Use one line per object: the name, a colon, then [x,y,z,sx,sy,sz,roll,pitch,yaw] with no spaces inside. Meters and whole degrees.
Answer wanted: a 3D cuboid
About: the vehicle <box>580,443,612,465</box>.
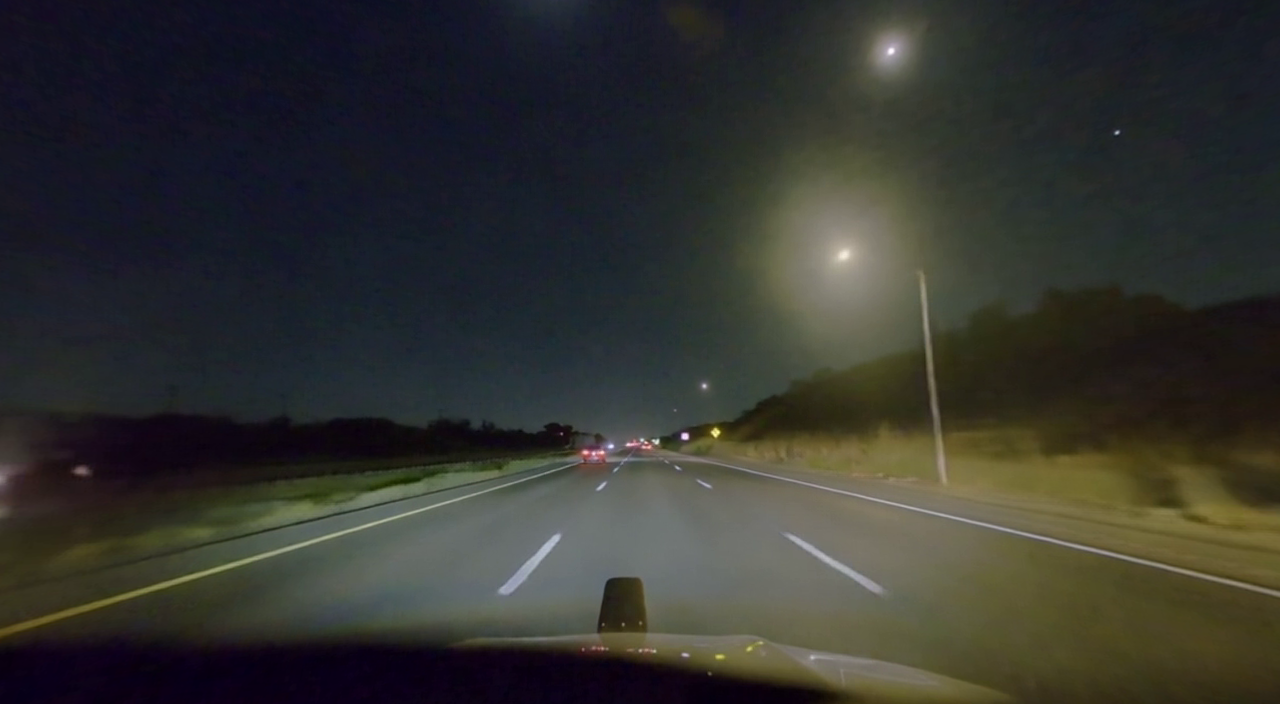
vehicle: [-3.128,7.292,45.385,1.991,1.475,4.302,0,-8,0]
